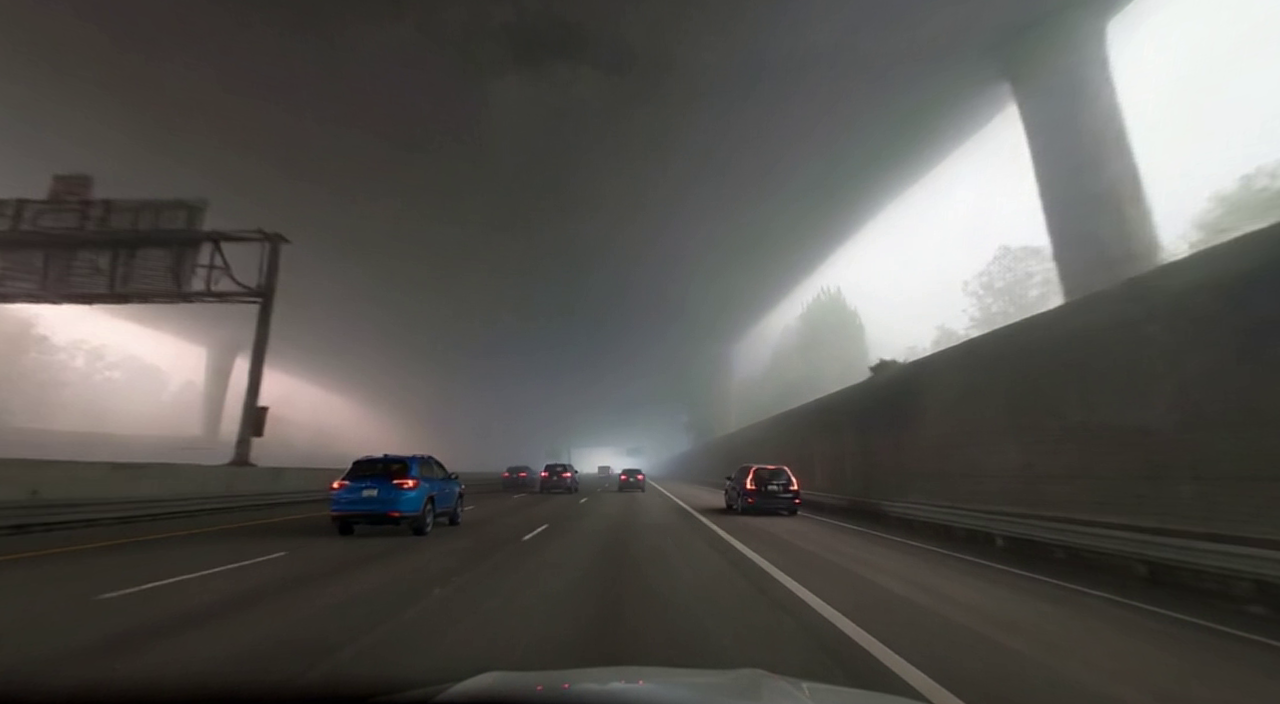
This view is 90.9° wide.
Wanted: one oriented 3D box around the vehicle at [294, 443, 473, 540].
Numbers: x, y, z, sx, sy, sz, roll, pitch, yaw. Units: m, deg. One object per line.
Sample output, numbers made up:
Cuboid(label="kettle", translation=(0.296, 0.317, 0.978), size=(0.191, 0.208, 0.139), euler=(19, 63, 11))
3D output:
Cuboid(label="vehicle", translation=(-5.228, 2.942, 13.668), size=(2.069, 1.699, 4.452), euler=(1, -11, -1))

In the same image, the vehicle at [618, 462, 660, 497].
Cuboid(label="vehicle", translation=(-0.068, 6.467, 32.110), size=(1.992, 1.601, 3.762), euler=(1, -11, 0))

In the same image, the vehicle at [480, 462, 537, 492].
Cuboid(label="vehicle", translation=(-7.368, 7.080, 35.748), size=(2.142, 1.545, 4.708), euler=(1, -11, 1))

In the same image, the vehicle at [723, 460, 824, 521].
Cuboid(label="vehicle", translation=(3.806, 4.037, 18.710), size=(1.992, 1.557, 4.017), euler=(1, -11, -2))

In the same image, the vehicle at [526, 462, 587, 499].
Cuboid(label="vehicle", translation=(-3.713, 5.829, 28.806), size=(2.102, 1.521, 4.687), euler=(1, -11, 0))
